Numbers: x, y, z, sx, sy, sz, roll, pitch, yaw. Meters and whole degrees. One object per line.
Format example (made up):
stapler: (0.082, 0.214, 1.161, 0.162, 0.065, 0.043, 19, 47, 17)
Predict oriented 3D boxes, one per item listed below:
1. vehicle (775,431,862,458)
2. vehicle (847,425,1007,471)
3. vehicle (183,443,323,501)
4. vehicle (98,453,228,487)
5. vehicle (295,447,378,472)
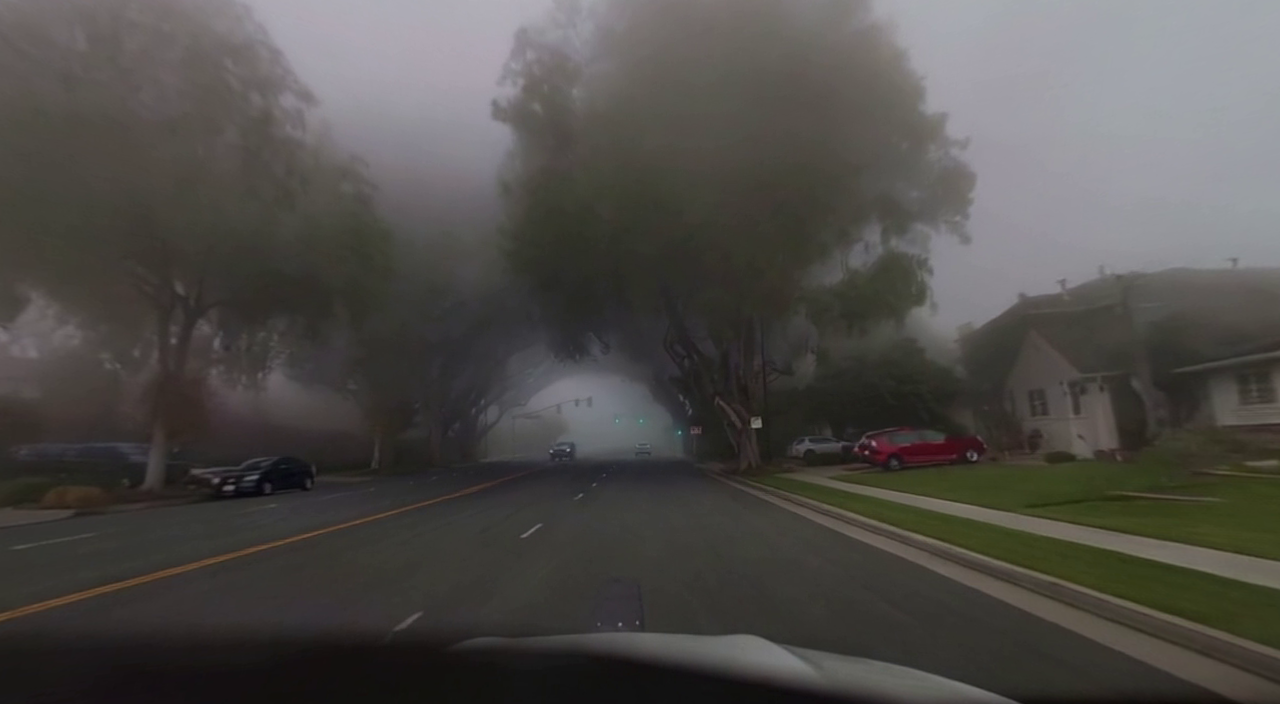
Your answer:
vehicle: (10.778, 5.633, 38.400, 4.675, 1.520, 1.925, 0, -9, 0)
vehicle: (10.060, 3.415, 22.438, 4.660, 1.513, 2.067, 0, -9, -1)
vehicle: (-14.371, 4.436, 23.955, 2.008, 1.908, 5.305, 0, -9, -1)
vehicle: (-21.099, 5.233, 28.091, 4.284, 1.431, 1.811, 0, -9, 0)
vehicle: (-21.414, 7.575, 44.703, 4.723, 1.696, 2.082, 0, -8, 2)
